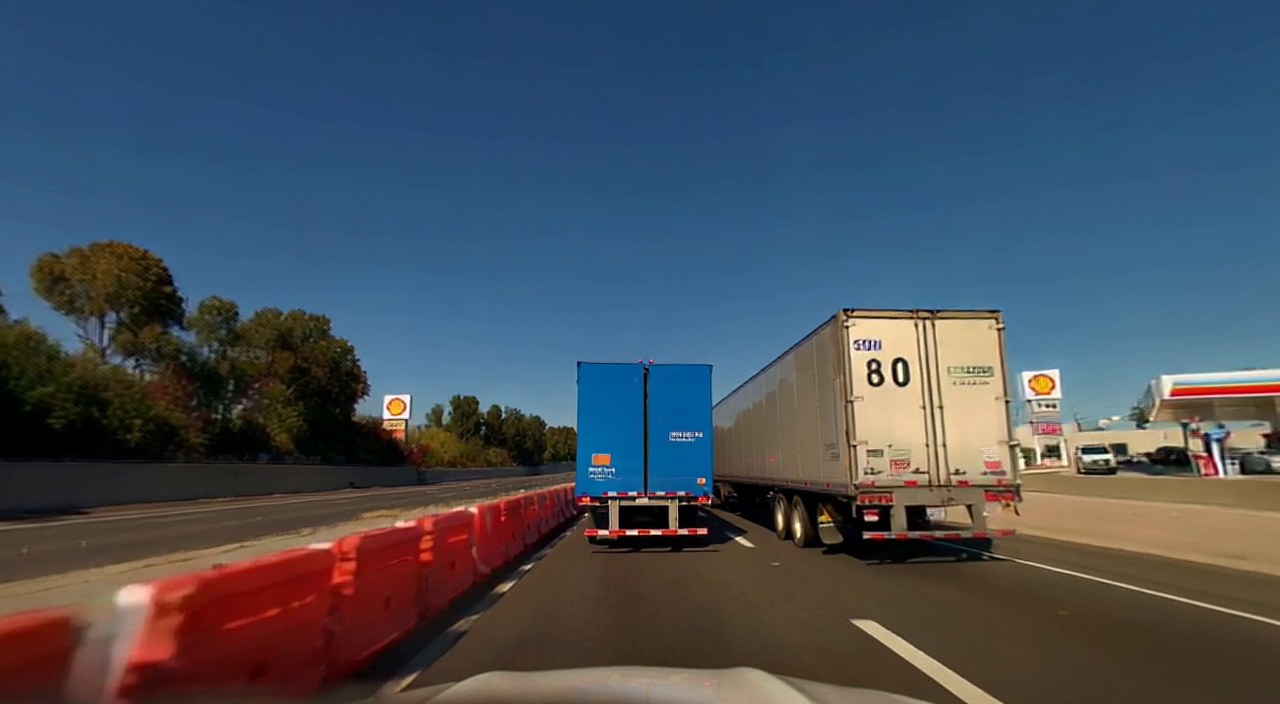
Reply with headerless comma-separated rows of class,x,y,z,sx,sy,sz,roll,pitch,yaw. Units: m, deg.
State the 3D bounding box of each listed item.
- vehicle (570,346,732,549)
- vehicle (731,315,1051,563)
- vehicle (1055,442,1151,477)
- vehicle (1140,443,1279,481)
vehicle,0.136,2.327,14.756,2.618,3.306,8.676,1,-10,-1
vehicle,4.360,2.090,14.062,2.936,3.640,9.443,1,-10,-2
vehicle,24.703,5.801,33.835,1.919,1.722,4.024,1,-10,-2
vehicle,24.593,4.762,27.219,1.762,1.470,4.485,3,-11,-10
